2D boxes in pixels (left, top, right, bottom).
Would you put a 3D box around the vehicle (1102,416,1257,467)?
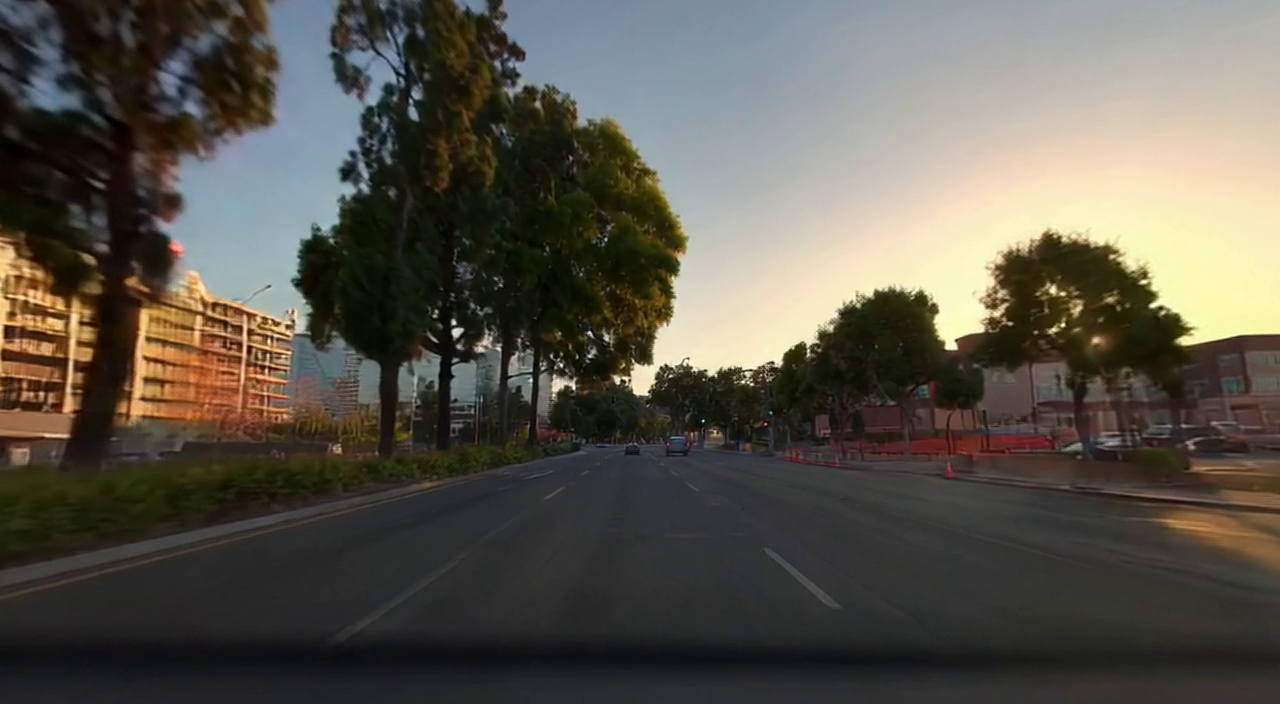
[{"bbox_3d":[20.454,3.392,24.367,2.222,1.742,5.231,-1,-7,12],"label":"vehicle"}]
